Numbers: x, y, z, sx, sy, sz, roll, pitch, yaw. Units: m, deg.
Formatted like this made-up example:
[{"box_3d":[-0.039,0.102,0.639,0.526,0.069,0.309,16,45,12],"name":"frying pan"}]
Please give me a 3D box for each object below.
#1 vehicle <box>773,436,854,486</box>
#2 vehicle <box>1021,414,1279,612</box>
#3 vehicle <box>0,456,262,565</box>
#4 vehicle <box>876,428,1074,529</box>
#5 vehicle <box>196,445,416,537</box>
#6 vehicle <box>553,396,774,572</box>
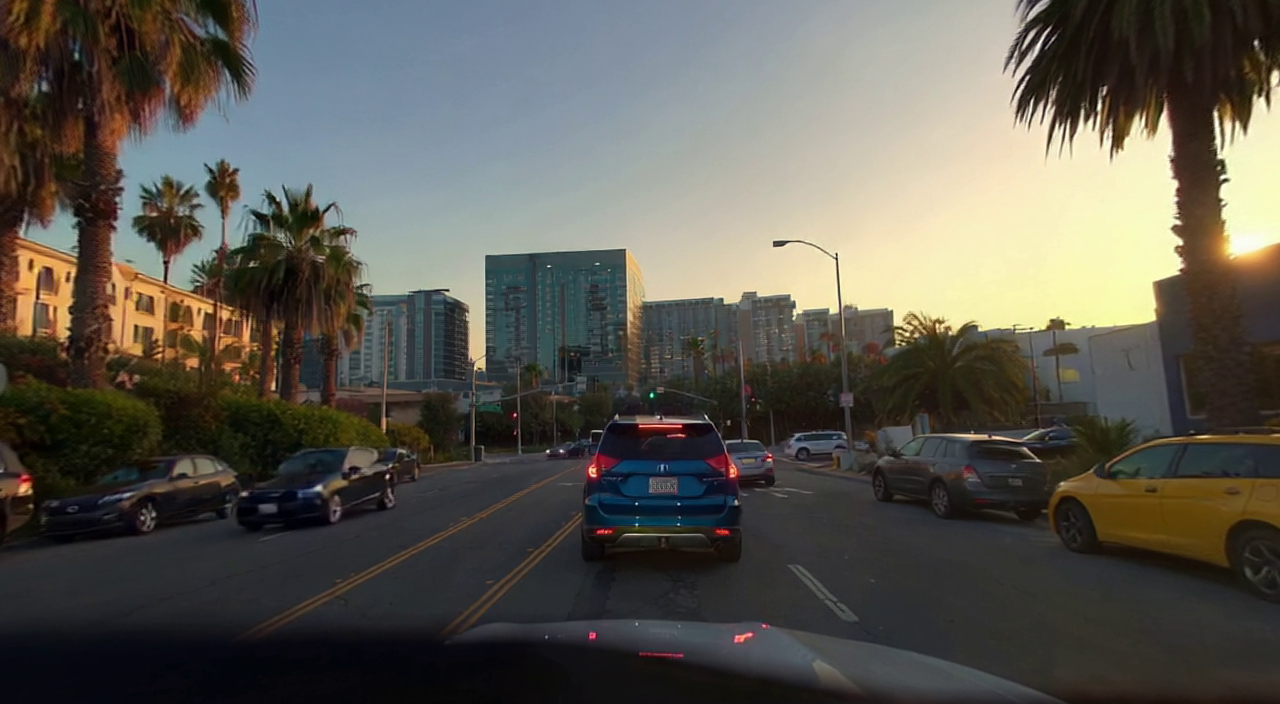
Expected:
[{"box_3d":[6.516,4.117,24.170,1.948,1.729,4.023,0,-8,0],"name":"vehicle"},{"box_3d":[6.442,1.598,6.934,1.935,1.672,4.139,0,-8,1],"name":"vehicle"},{"box_3d":[-9.591,2.811,11.940,2.054,1.467,4.595,-3,-8,1],"name":"vehicle"},{"box_3d":[6.665,2.524,13.246,1.930,1.736,4.329,-1,-8,3],"name":"vehicle"},{"box_3d":[-6.304,2.626,12.707,1.928,1.475,4.645,0,-8,-1],"name":"vehicle"},{"box_3d":[0.265,1.674,8.717,2.264,1.798,4.258,0,-8,1],"name":"vehicle"}]
